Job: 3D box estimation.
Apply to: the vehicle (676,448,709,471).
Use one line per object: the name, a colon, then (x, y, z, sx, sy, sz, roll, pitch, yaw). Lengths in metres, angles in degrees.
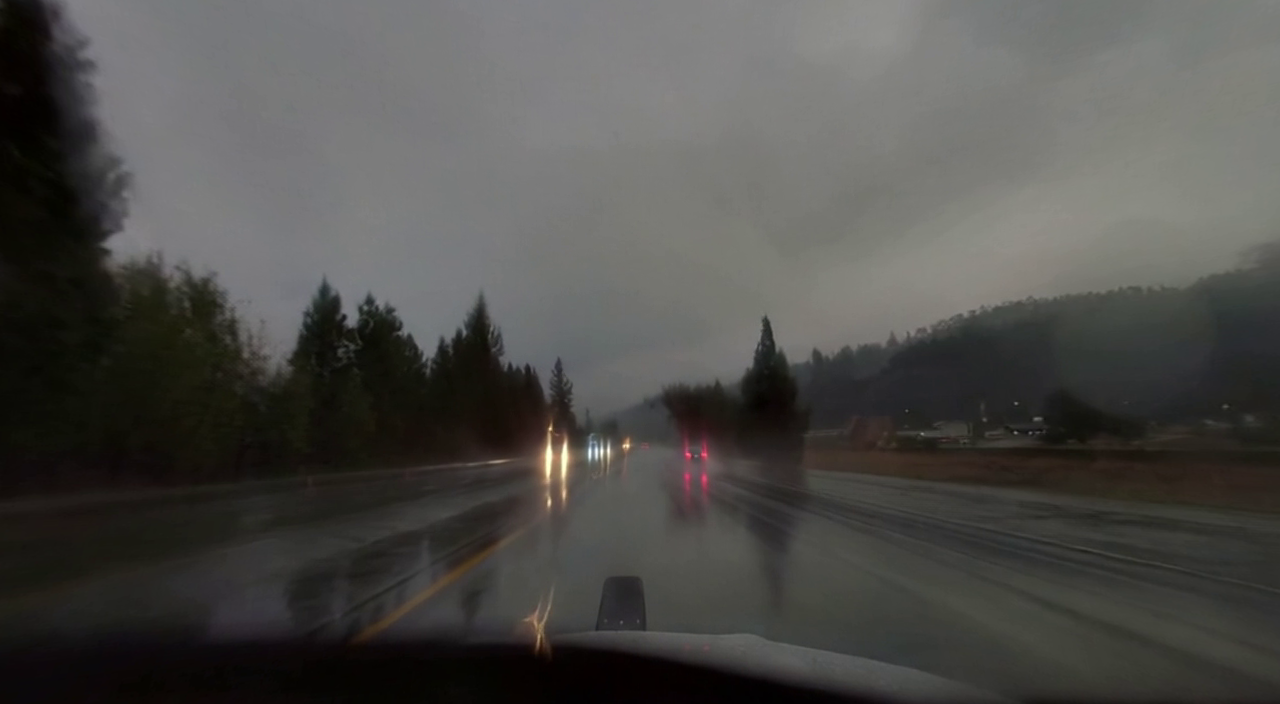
vehicle: (3.799, 7.851, 46.206, 2.013, 1.584, 3.995, 0, -9, -1)
